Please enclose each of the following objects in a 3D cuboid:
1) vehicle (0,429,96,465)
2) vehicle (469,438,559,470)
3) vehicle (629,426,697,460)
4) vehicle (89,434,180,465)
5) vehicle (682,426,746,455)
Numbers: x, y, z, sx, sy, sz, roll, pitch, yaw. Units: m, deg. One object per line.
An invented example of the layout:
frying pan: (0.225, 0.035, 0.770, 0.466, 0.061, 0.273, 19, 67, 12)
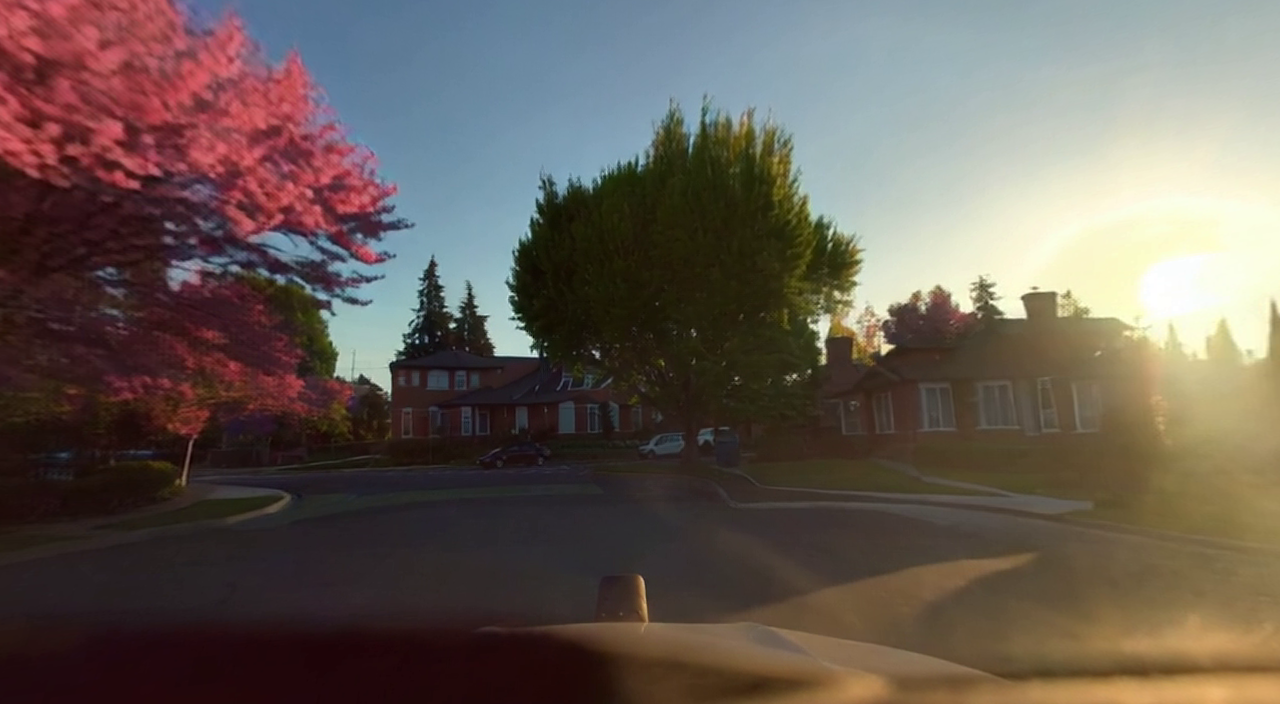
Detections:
vehicle: (-30.016, 4.684, 31.144, 4.435, 1.707, 2.046, 0, -9, 2)
vehicle: (-7.445, 6.079, 37.608, 4.815, 1.827, 2.147, -1, -9, 5)
vehicle: (1.540, 5.951, 41.428, 2.310, 1.701, 4.280, -7, -5, 37)
vehicle: (-29.518, 5.679, 36.904, 4.237, 1.728, 2.203, -3, -9, 22)
vehicle: (4.894, 5.818, 41.318, 2.152, 1.773, 4.495, -7, -11, 37)
